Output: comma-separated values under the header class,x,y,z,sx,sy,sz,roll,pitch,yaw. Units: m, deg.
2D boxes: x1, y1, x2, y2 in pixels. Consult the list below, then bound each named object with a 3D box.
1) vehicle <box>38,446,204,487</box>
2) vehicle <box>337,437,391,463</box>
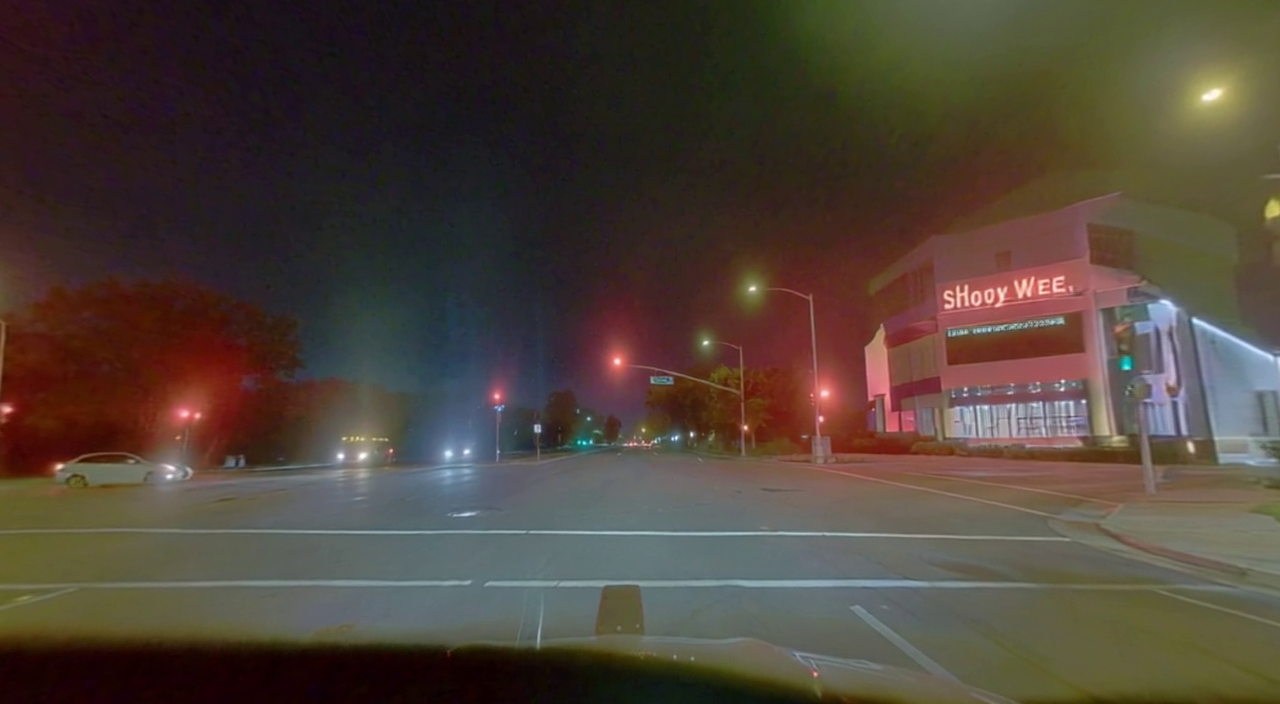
class,x,y,z,sx,sy,sz,roll,pitch,yaw
vehicle,-19.953,4.395,24.496,4.500,1.465,1.936,1,-9,-8
vehicle,-21.592,7.712,49.695,2.093,1.891,4.774,0,-8,0
